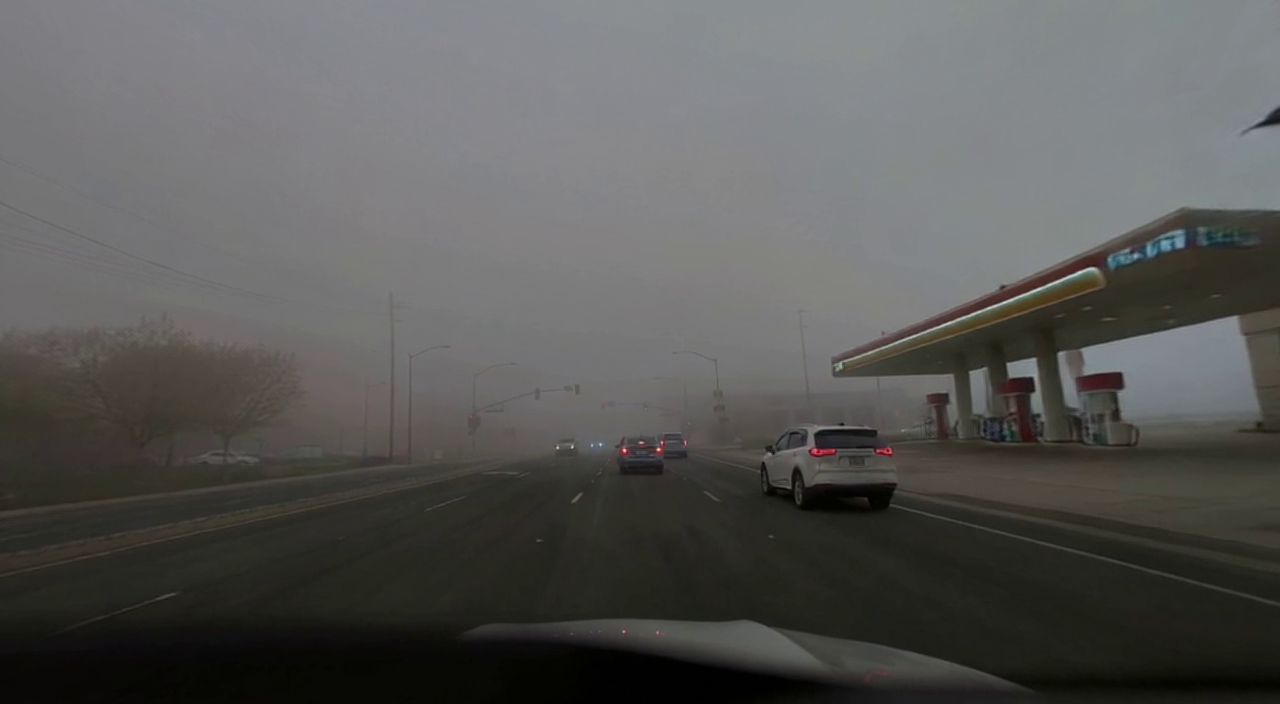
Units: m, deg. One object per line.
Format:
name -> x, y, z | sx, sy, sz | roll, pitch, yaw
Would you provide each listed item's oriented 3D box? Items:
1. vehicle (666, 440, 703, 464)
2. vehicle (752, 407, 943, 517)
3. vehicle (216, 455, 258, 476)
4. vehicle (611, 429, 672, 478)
vehicle -> 2.589, 5.909, 37.603 | 1.822, 1.331, 3.583 | 0, -8, -3
vehicle -> 3.868, 2.182, 12.975 | 2.116, 1.791, 5.006 | 0, -8, -1
vehicle -> -30.785, 8.587, 48.141 | 1.948, 1.452, 4.370 | 7, -11, -41
vehicle -> -0.009, 3.898, 24.428 | 2.164, 1.718, 3.881 | 0, -8, -2
